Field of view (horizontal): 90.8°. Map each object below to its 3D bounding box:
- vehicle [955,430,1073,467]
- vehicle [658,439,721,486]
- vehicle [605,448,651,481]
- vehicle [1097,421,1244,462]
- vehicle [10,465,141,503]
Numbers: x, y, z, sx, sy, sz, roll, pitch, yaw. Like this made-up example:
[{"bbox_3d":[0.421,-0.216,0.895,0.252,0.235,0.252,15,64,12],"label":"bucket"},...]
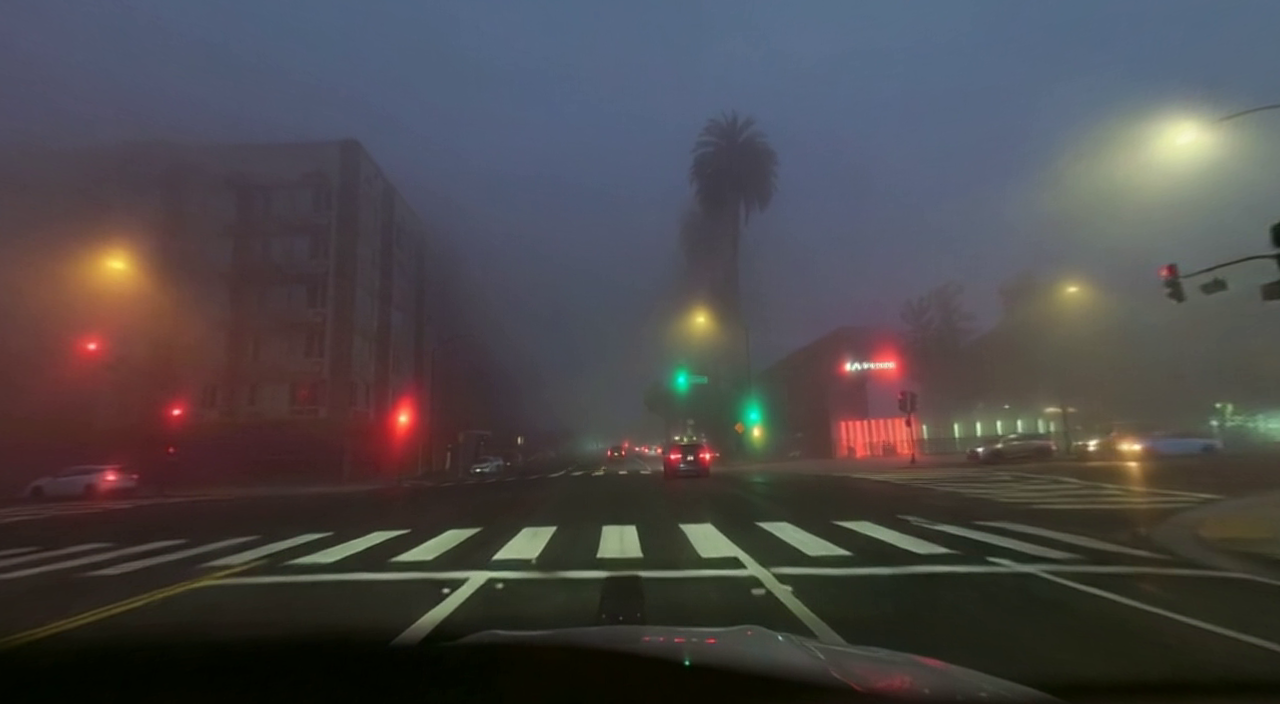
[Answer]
[{"bbox_3d":[17.617,4.580,29.934,4.277,1.665,2.006,0,-9,-2],"label":"vehicle"},{"bbox_3d":[1.908,4.443,25.661,2.003,1.702,4.288,0,-9,-3],"label":"vehicle"},{"bbox_3d":[-0.626,5.503,31.197,2.088,1.452,3.993,0,-9,-2],"label":"vehicle"},{"bbox_3d":[25.499,4.338,30.529,5.130,1.875,2.118,0,-9,-1],"label":"vehicle"},{"bbox_3d":[-28.761,6.725,32.301,4.570,1.741,2.107,0,-9,-2],"label":"vehicle"}]
